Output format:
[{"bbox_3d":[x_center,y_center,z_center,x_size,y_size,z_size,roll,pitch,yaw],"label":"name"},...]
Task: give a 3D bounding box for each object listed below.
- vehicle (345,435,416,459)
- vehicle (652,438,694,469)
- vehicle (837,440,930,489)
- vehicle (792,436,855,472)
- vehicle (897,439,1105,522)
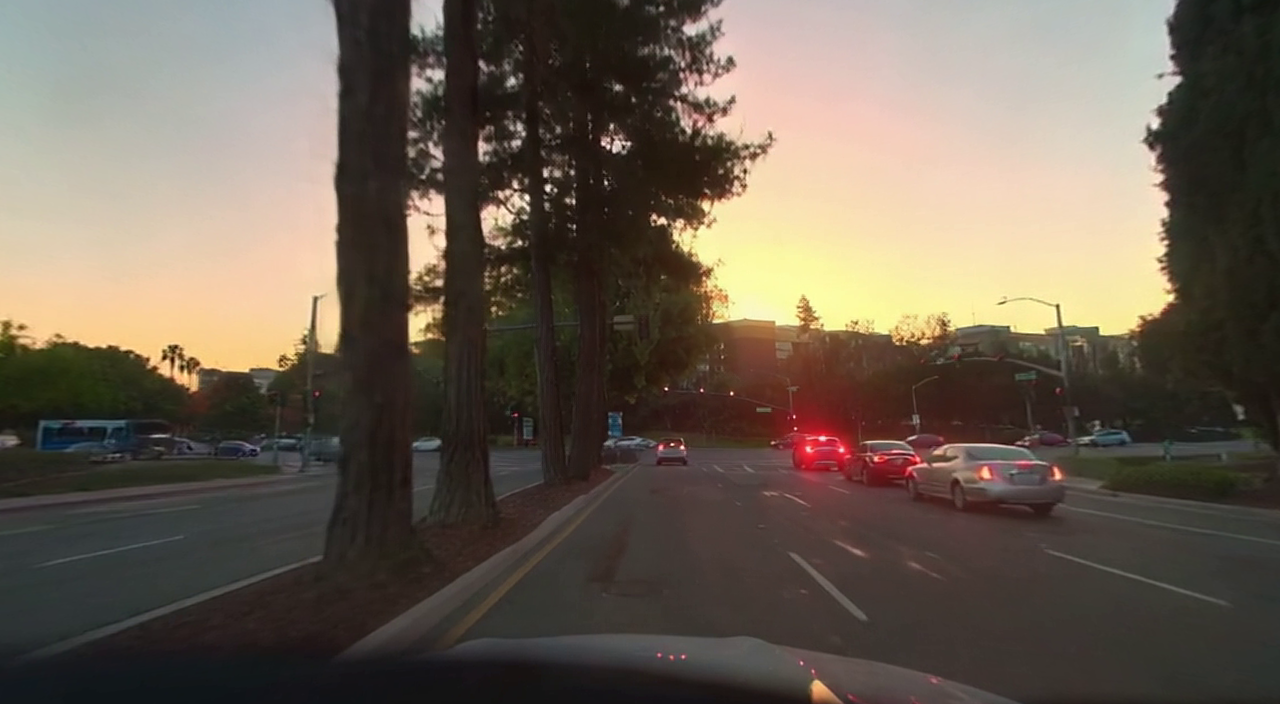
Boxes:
[{"bbox_3d":[-20.501,7.503,49.953,4.786,1.803,1.967,-1,-8,6],"label":"vehicle"},{"bbox_3d":[1.662,5.217,32.649,2.041,1.485,3.813,-1,-8,2],"label":"vehicle"},{"bbox_3d":[8.039,3.722,21.197,1.726,1.467,3.793,-1,-8,2],"label":"vehicle"},{"bbox_3d":[8.592,4.821,29.932,1.901,1.577,4.348,-1,-8,3],"label":"vehicle"},{"bbox_3d":[7.535,2.688,13.876,1.947,1.478,4.731,-1,-8,3],"label":"vehicle"}]
